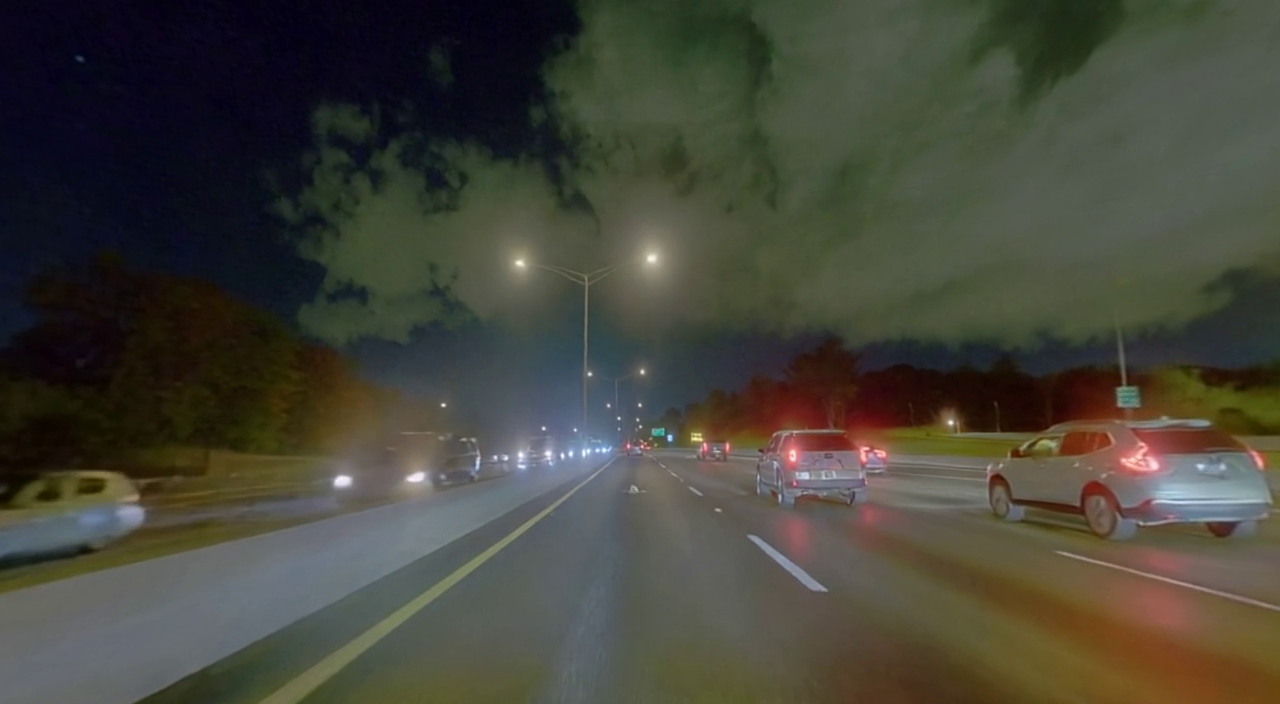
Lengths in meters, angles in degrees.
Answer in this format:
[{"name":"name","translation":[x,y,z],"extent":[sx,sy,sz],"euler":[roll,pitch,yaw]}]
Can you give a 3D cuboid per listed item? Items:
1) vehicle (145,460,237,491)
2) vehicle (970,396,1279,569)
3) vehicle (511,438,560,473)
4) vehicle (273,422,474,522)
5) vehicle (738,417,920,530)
[{"name":"vehicle","translation":[-26.049,7.167,36.881],"extent":[1.994,1.554,4.595],"euler":[0,-9,-1]},{"name":"vehicle","translation":[7.187,1.731,9.160],"extent":[2.040,1.801,4.959],"euler":[0,-9,-1]},{"name":"vehicle","translation":[-5.855,5.839,35.895],"extent":[2.048,1.838,4.587],"euler":[0,-9,-1]},{"name":"vehicle","translation":[-5.900,2.738,15.036],"extent":[2.405,1.932,5.424],"euler":[0,-9,0]},{"name":"vehicle","translation":[3.238,2.187,11.895],"extent":[2.059,1.711,4.302],"euler":[0,-9,0]}]
